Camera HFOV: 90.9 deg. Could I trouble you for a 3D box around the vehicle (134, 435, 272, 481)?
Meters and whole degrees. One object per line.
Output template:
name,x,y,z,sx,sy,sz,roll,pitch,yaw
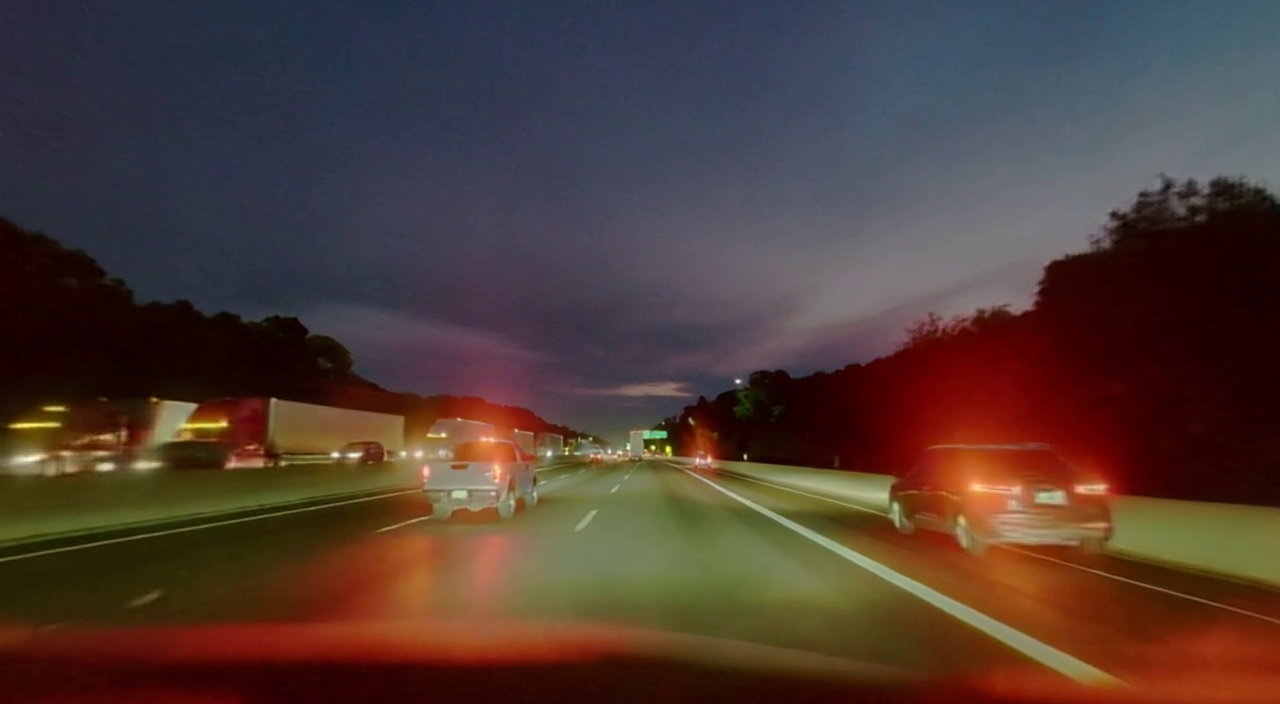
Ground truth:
vehicle,-14.588,3.571,21.337,1.860,1.424,3.811,0,-9,1

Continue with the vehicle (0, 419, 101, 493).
vehicle,-14.166,2.139,13.185,1.874,1.513,4.268,2,-10,1

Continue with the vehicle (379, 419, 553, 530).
vehicle,-3.426,2.573,13.740,2.220,1.928,5.176,0,-9,1

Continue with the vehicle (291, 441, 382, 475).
vehicle,-13.663,4.789,28.635,1.951,1.428,4.206,0,-9,1

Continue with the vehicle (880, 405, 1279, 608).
vehicle,4.848,1.657,7.607,2.080,1.725,4.252,0,-9,-2
